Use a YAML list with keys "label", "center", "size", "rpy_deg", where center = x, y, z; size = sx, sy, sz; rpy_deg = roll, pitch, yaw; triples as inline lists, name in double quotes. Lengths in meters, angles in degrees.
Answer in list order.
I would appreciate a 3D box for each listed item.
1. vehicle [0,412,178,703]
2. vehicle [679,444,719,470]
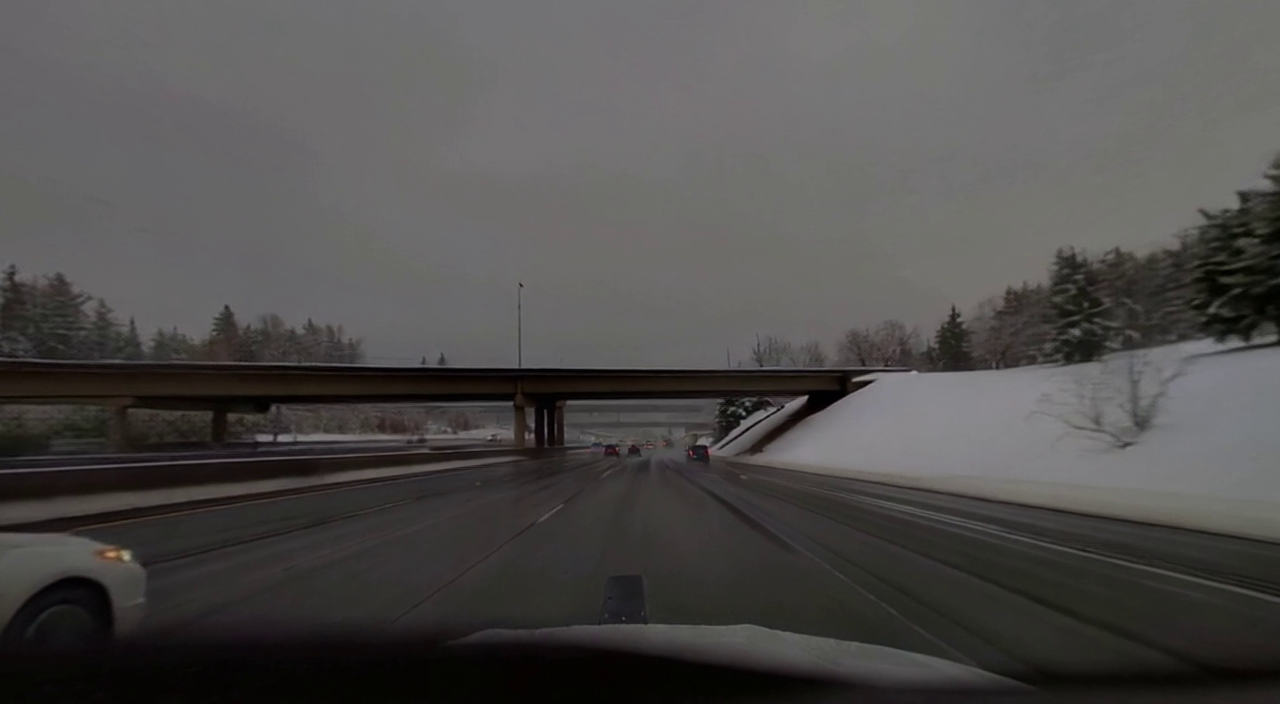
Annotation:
- label: "vehicle"
  center: [-3.820, 0.840, 1.584]
  size: [1.990, 1.477, 4.308]
  rpy_deg: [0, -8, 1]
- label: "vehicle"
  center: [3.647, 6.543, 39.730]
  size: [2.059, 1.509, 4.670]
  rpy_deg: [0, -8, 0]
